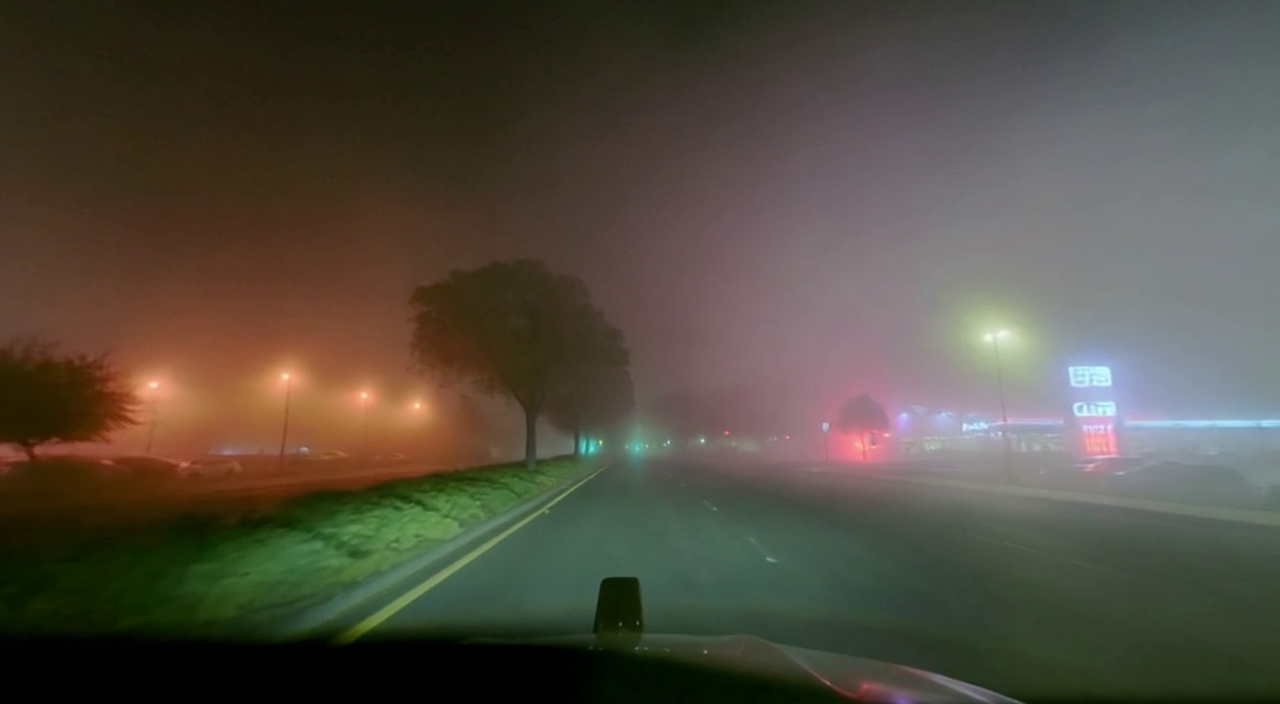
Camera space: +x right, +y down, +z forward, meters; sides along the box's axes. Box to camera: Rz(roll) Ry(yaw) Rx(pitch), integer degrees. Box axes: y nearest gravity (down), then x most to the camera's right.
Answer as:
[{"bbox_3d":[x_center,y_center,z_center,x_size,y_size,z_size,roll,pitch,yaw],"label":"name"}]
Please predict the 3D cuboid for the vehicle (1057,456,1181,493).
[{"bbox_3d":[20.806,5.329,27.561,3.732,1.503,1.981,0,-10,-1],"label":"vehicle"}]

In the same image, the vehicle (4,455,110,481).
[{"bbox_3d":[-36.133,7.192,39.259,4.385,1.485,2.092,0,-9,-2],"label":"vehicle"}]

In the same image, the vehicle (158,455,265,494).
[{"bbox_3d":[-19.480,5.558,28.990,1.889,1.497,4.478,-3,-9,-2],"label":"vehicle"}]

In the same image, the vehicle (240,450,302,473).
[{"bbox_3d":[-28.578,8.466,49.075,1.948,1.689,4.553,0,-8,2],"label":"vehicle"}]
